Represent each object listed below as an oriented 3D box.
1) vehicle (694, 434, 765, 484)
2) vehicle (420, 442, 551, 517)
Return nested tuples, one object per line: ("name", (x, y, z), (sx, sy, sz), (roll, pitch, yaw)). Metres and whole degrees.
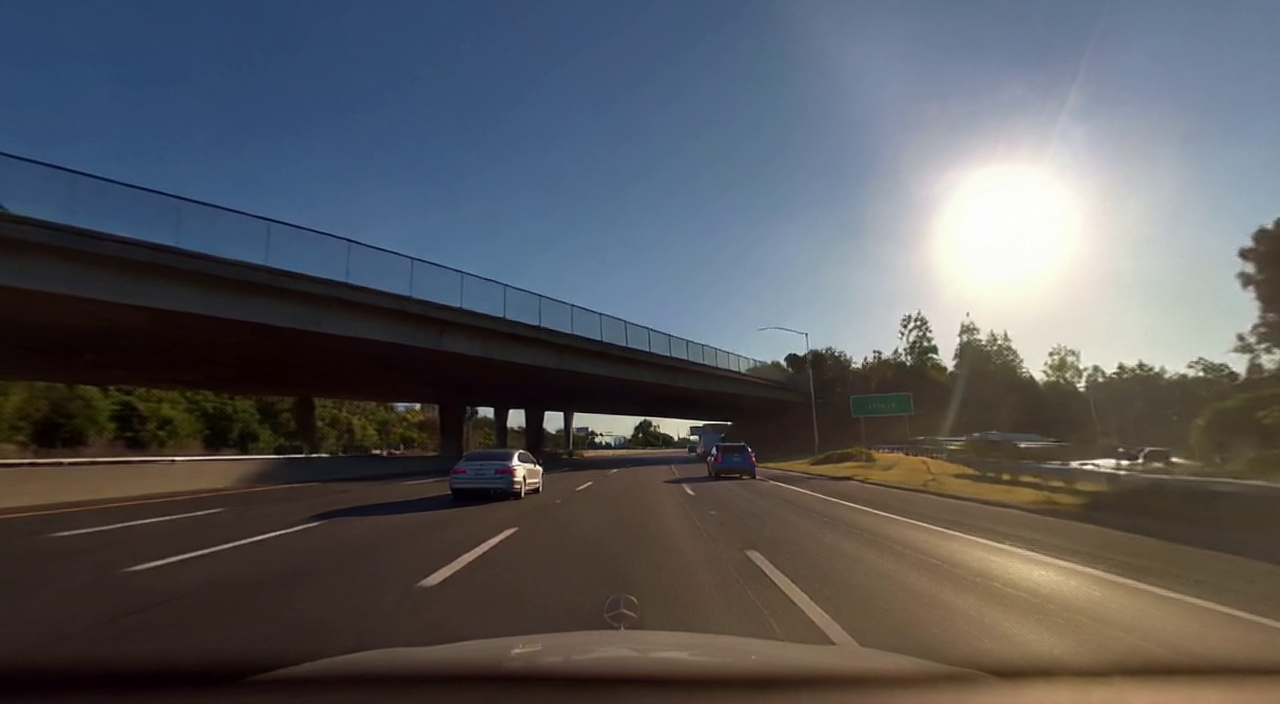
("vehicle", (3.524, 4.313, 25.681), (2.225, 1.833, 4.340), (0, -9, 0))
("vehicle", (-3.457, 2.924, 15.012), (1.937, 1.490, 4.372), (0, -9, 1))
